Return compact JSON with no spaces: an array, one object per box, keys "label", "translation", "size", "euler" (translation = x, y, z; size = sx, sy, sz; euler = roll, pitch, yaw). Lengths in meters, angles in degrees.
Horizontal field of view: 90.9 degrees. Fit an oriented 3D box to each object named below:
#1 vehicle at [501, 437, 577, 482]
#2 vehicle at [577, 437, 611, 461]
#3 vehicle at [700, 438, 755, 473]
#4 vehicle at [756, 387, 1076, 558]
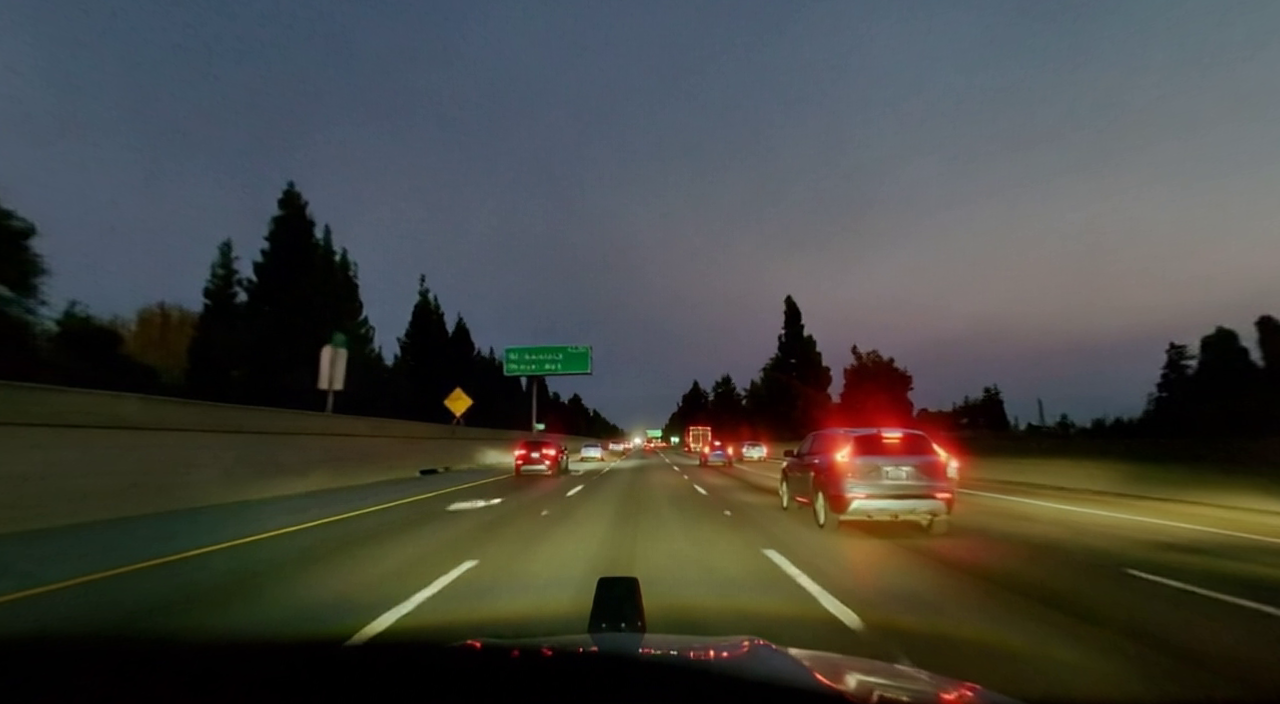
[{"label":"vehicle","translation":[-3.558,3.867,22.963],"size":[1.978,1.473,4.073],"euler":[0,-8,2]},{"label":"vehicle","translation":[-3.256,6.961,45.451],"size":[2.020,1.628,4.248],"euler":[0,-8,2]},{"label":"vehicle","translation":[3.995,4.816,29.491],"size":[1.953,1.480,4.053],"euler":[0,-8,-1]},{"label":"vehicle","translation":[3.646,1.777,9.997],"size":[2.517,1.935,5.552],"euler":[0,-9,0]}]
